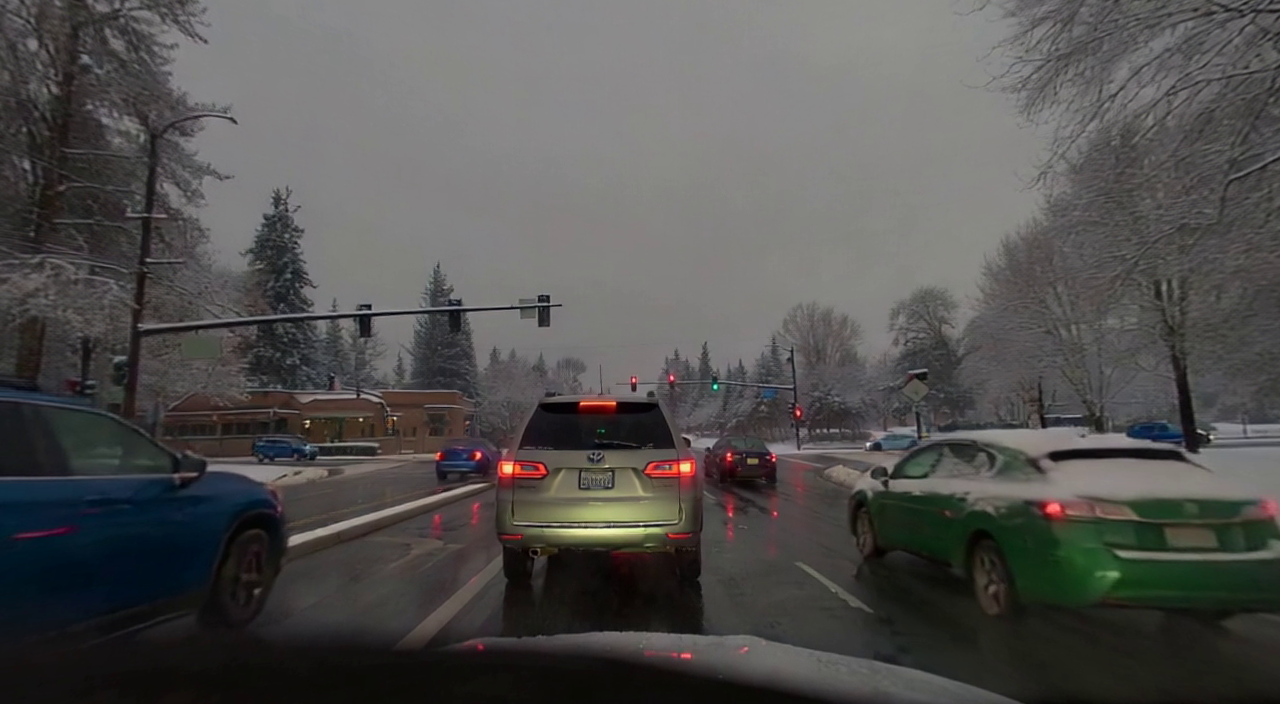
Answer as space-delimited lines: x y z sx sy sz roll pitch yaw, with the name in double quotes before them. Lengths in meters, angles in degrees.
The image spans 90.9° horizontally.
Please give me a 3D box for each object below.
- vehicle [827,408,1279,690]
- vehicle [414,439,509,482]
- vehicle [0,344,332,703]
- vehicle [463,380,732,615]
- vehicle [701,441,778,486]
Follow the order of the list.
"vehicle" 3.363 1.369 5.546 2.121 1.494 4.208 0 -8 0
"vehicle" -6.740 4.150 24.423 2.060 1.473 4.950 0 -8 2
"vehicle" -3.677 0.863 2.928 2.160 1.666 4.583 0 -8 0
"vehicle" -0.327 1.439 7.102 2.064 1.817 4.298 0 -8 0
"vehicle" 3.404 3.893 22.392 2.104 1.441 4.240 0 -8 1
